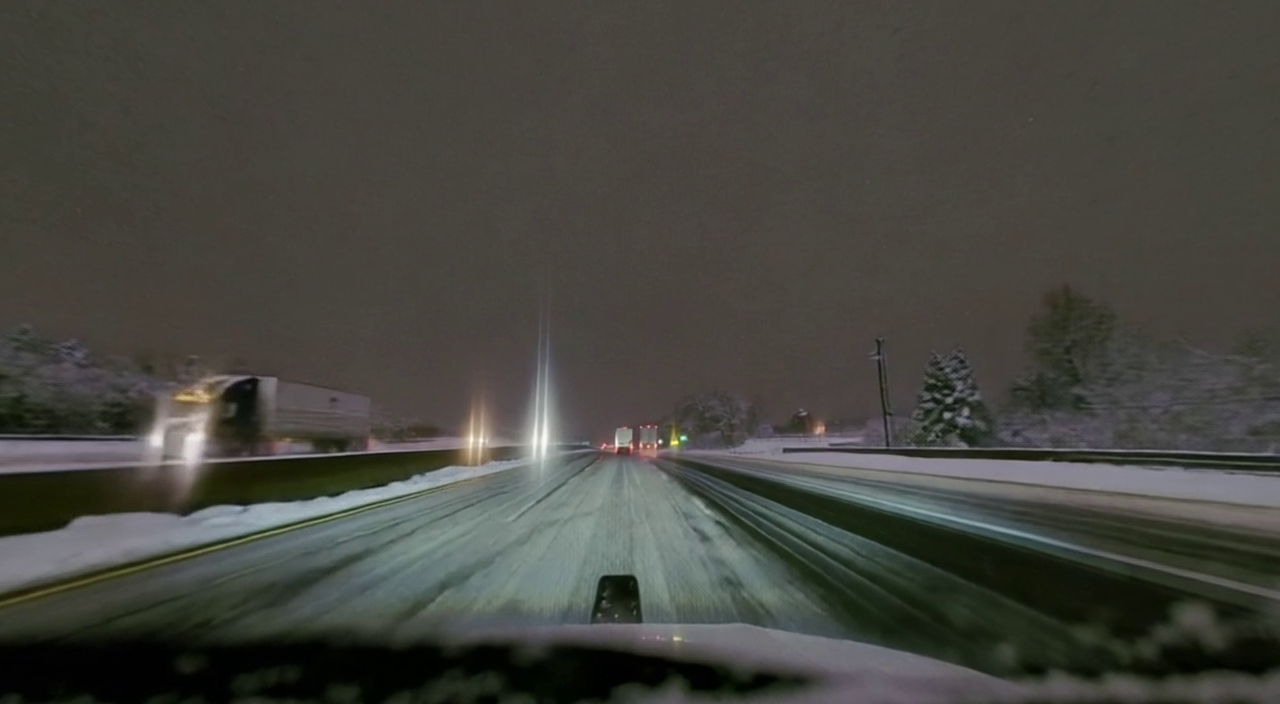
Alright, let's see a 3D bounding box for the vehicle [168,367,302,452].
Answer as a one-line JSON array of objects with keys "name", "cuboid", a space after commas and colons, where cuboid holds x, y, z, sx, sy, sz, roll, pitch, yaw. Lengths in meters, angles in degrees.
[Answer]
[{"name": "vehicle", "cuboid": [-20.685, 3.120, 32.694, 2.996, 3.968, 5.878, 0, -8, -1]}]
